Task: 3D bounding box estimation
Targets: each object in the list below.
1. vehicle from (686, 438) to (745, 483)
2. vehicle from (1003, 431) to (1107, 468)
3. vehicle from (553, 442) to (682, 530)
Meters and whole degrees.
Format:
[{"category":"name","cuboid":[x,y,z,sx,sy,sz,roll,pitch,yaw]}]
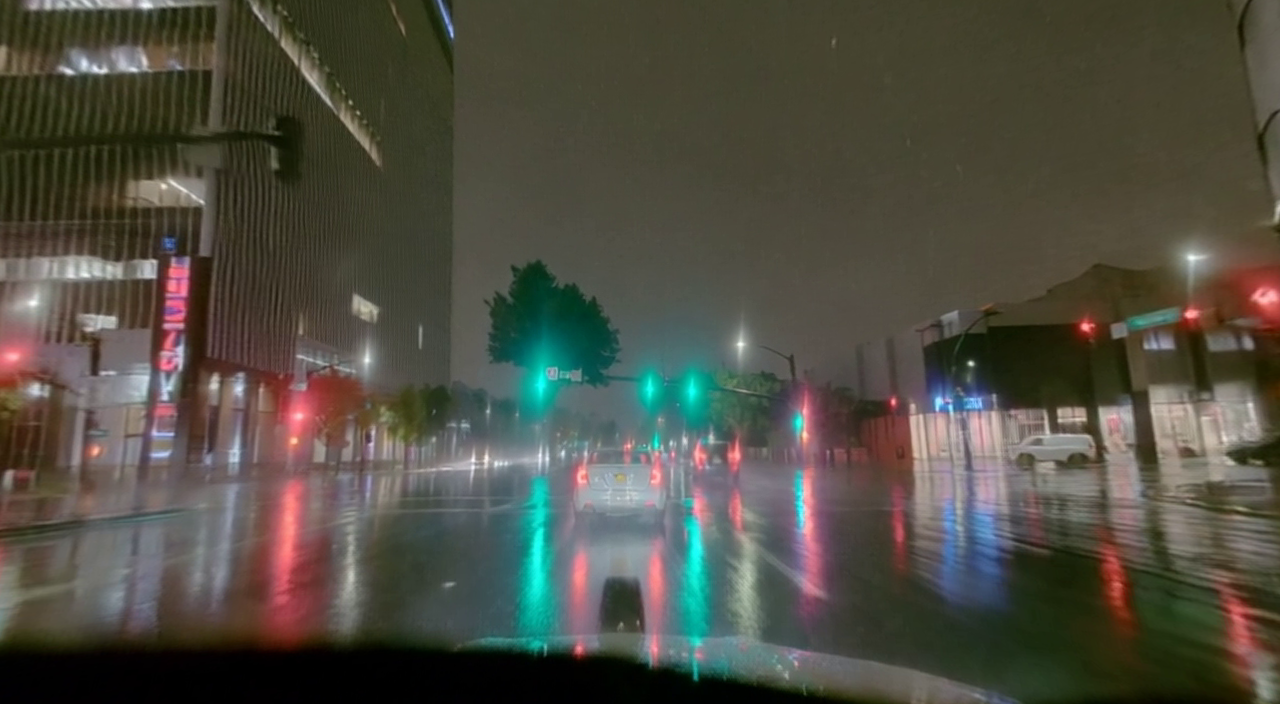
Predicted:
[{"category":"vehicle","cuboid":[3.274,4.777,28.152,2.078,1.799,4.089,1,-8,-1]},{"category":"vehicle","cuboid":[24.019,5.682,36.688,4.384,2.000,2.345,1,-10,-4]},{"category":"vehicle","cuboid":[-0.419,2.539,12.616,2.144,1.398,3.963,1,-8,-1]}]
